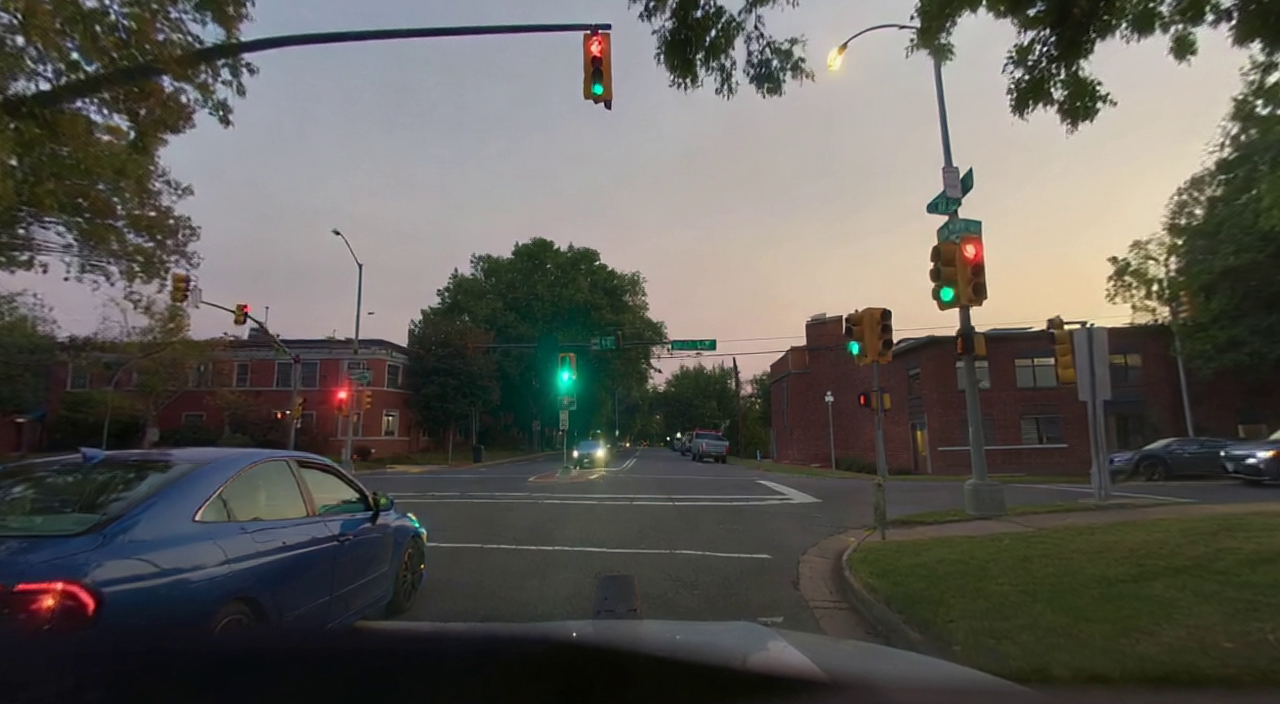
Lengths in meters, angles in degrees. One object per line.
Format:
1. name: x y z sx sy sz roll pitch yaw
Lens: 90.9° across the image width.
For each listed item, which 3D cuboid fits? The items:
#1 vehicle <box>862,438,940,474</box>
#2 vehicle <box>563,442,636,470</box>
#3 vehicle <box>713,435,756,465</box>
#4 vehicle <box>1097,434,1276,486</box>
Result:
1. vehicle: 12.394 5.035 30.248 1.922 1.529 3.964 0 -12 -1
2. vehicle: -2.436 6.151 37.552 3.991 1.526 1.868 -4 -9 30
3. vehicle: 6.917 7.150 46.186 1.491 2.041 2.964 6 -9 -34
4. vehicle: 16.796 3.321 19.517 3.876 1.512 1.784 0 -8 -1
